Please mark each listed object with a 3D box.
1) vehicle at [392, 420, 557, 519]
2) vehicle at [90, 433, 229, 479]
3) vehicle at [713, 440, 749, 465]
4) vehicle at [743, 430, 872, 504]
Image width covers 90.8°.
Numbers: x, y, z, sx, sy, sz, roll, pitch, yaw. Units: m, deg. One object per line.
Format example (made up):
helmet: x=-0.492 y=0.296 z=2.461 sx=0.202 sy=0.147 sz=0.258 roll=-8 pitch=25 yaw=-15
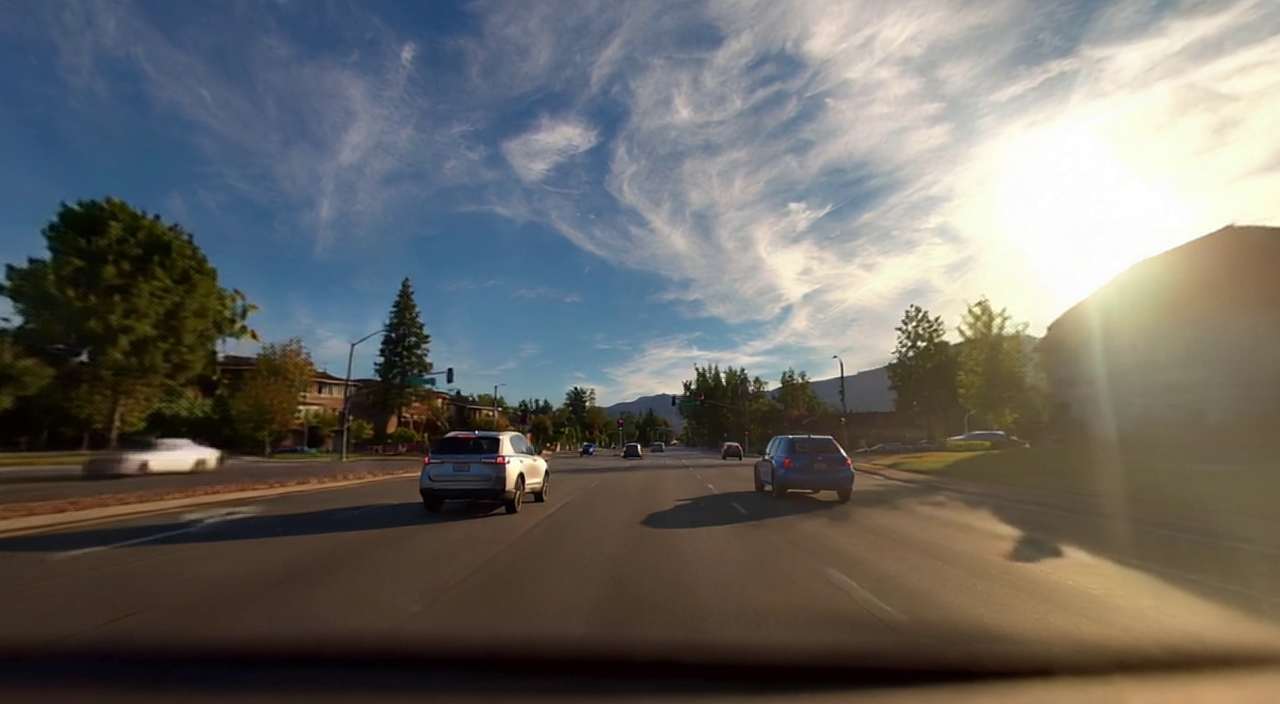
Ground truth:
vehicle: x=-3.175 y=2.374 z=13.287 sx=2.045 sy=1.688 sz=4.632 roll=-1 pitch=-8 yaw=2
vehicle: x=-18.963 y=4.113 z=25.251 sx=1.914 sy=1.669 sz=4.429 roll=-1 pitch=-8 yaw=3
vehicle: x=6.388 y=7.137 z=44.882 sx=2.169 sy=1.669 sz=4.037 roll=-1 pitch=-8 yaw=3
vehicle: x=4.158 y=2.932 z=16.538 sx=2.132 sy=1.659 sz=4.387 roll=0 pitch=-8 yaw=0
